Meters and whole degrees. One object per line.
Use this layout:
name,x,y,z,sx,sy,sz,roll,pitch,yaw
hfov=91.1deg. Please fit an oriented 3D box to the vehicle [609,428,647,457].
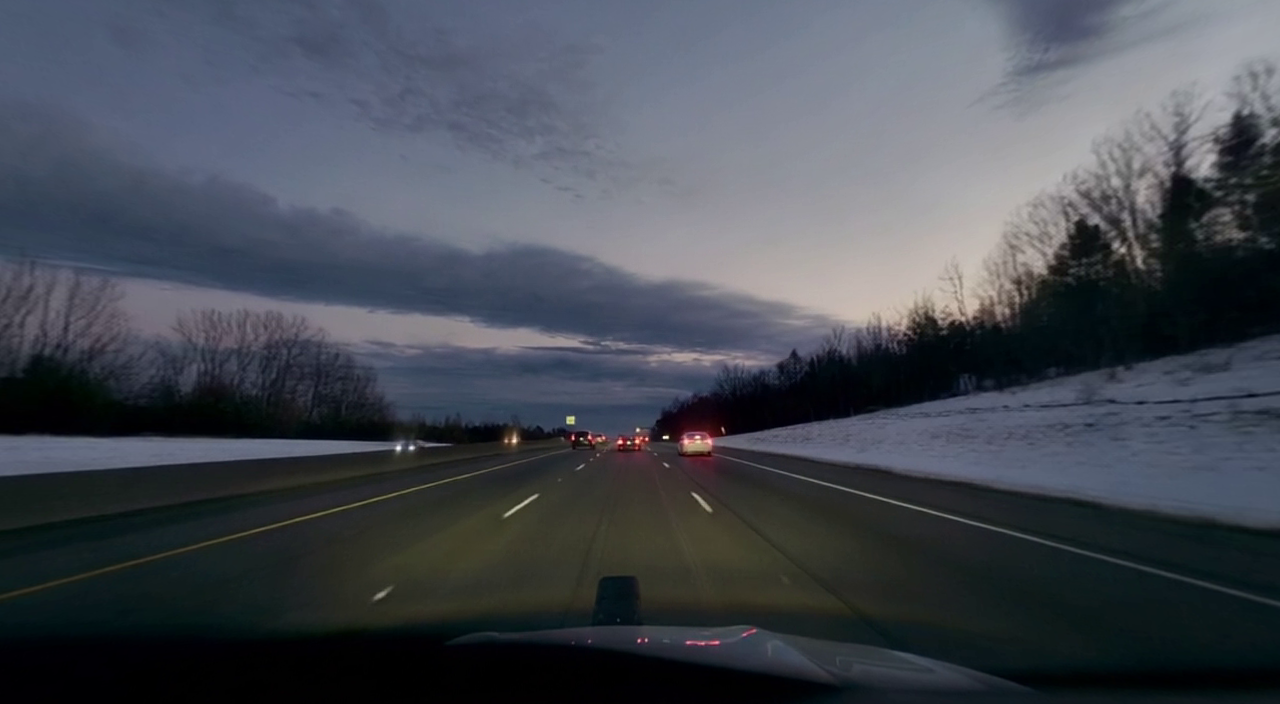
vehicle,-0.738,5.504,38.408,2.182,1.680,4.253,0,-8,-1

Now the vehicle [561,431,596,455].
vehicle,-4.140,6.204,42.822,2.041,1.546,4.080,0,-8,-1

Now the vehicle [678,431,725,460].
vehicle,3.343,5.174,35.019,2.056,1.479,4.660,0,-8,-1
